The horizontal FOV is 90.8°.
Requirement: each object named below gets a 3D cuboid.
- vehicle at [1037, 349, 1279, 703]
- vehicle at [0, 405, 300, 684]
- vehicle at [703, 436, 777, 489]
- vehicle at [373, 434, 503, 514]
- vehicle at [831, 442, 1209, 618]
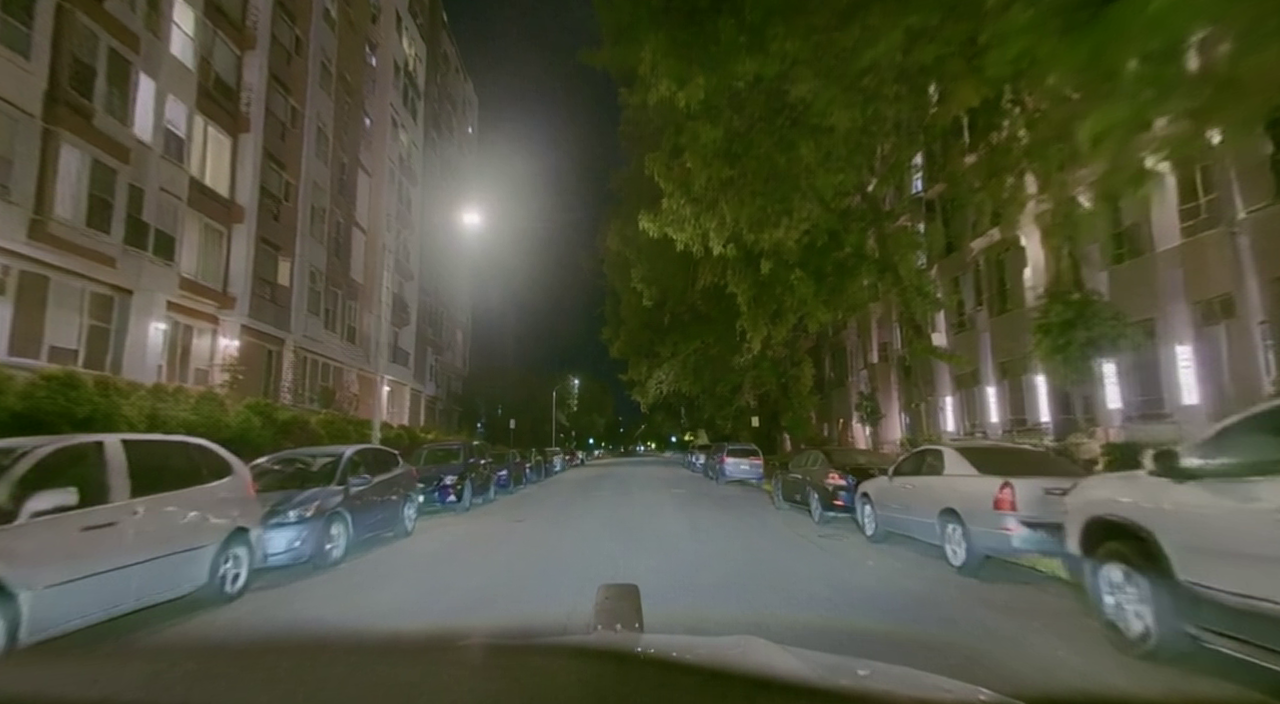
[{"bbox_3d":[3.926,0.842,2.467,1.911,1.835,4.599,0,-8,3],"label":"vehicle"},{"bbox_3d":[-5.035,1.372,5.341,2.274,1.679,3.639,0,-8,0],"label":"vehicle"},{"bbox_3d":[3.646,4.154,24.083,1.912,1.781,5.159,0,-8,-1],"label":"vehicle"},{"bbox_3d":[-4.939,3.011,16.191,1.922,1.728,4.628,0,-8,-2],"label":"vehicle"},{"bbox_3d":[4.101,1.931,8.042,1.707,1.528,4.812,0,-8,-2],"label":"vehicle"}]
